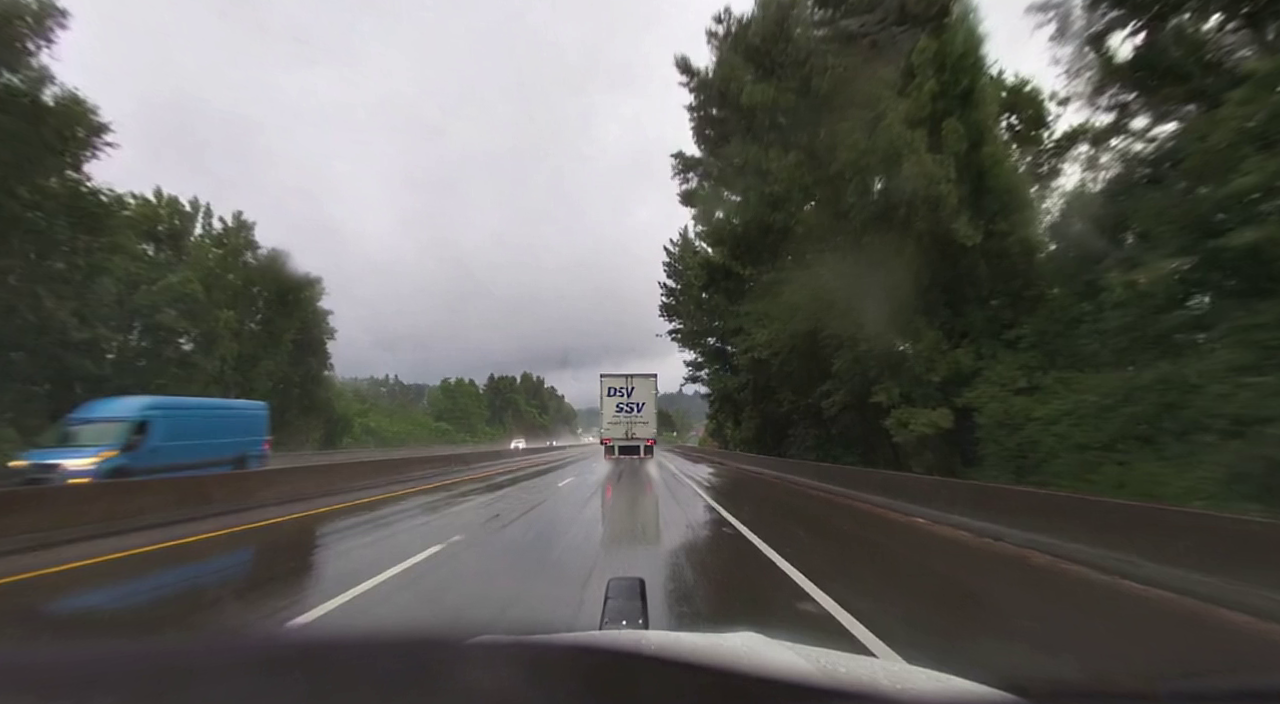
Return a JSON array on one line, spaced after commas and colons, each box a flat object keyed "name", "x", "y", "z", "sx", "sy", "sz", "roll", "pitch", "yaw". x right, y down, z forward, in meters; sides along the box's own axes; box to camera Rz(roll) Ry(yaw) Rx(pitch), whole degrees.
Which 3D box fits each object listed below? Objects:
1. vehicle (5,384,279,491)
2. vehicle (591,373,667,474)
[{"name": "vehicle", "x": -12.776, "y": 2.320, "z": 17.020, "sx": 2.427, "sy": 2.371, "sz": 6.043, "roll": 0, "pitch": -8, "yaw": 0}, {"name": "vehicle", "x": -0.588, "y": 3.544, "z": 30.098, "sx": 2.969, "sy": 3.957, "sz": 10.270, "roll": 0, "pitch": -8, "yaw": -2}]
